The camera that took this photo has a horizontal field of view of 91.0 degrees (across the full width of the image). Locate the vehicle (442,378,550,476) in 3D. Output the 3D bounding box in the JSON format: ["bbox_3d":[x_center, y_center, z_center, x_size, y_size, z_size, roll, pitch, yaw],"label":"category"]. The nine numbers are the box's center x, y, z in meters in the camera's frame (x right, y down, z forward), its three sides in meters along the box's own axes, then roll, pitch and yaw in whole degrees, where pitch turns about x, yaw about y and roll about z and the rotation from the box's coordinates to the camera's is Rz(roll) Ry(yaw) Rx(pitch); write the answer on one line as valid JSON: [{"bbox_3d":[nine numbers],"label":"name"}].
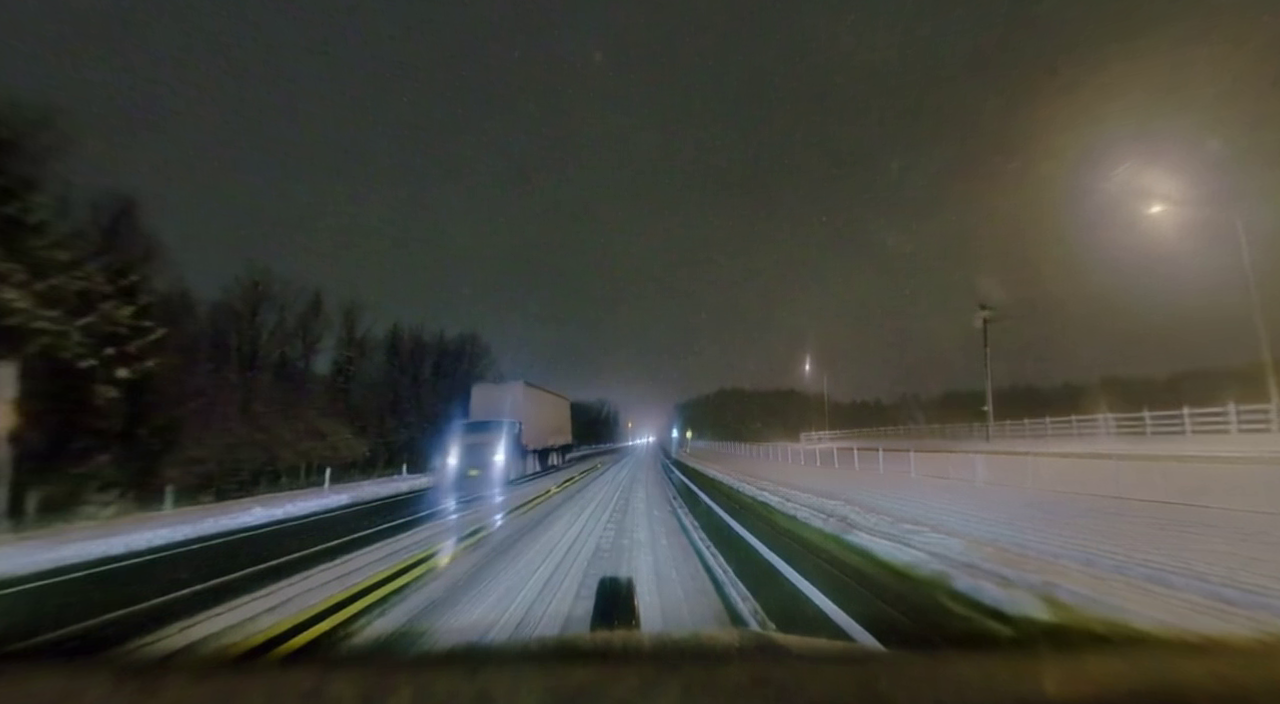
[{"bbox_3d":[-6.275,3.456,28.590,3.460,3.937,5.736,-1,-8,1],"label":"vehicle"}]
